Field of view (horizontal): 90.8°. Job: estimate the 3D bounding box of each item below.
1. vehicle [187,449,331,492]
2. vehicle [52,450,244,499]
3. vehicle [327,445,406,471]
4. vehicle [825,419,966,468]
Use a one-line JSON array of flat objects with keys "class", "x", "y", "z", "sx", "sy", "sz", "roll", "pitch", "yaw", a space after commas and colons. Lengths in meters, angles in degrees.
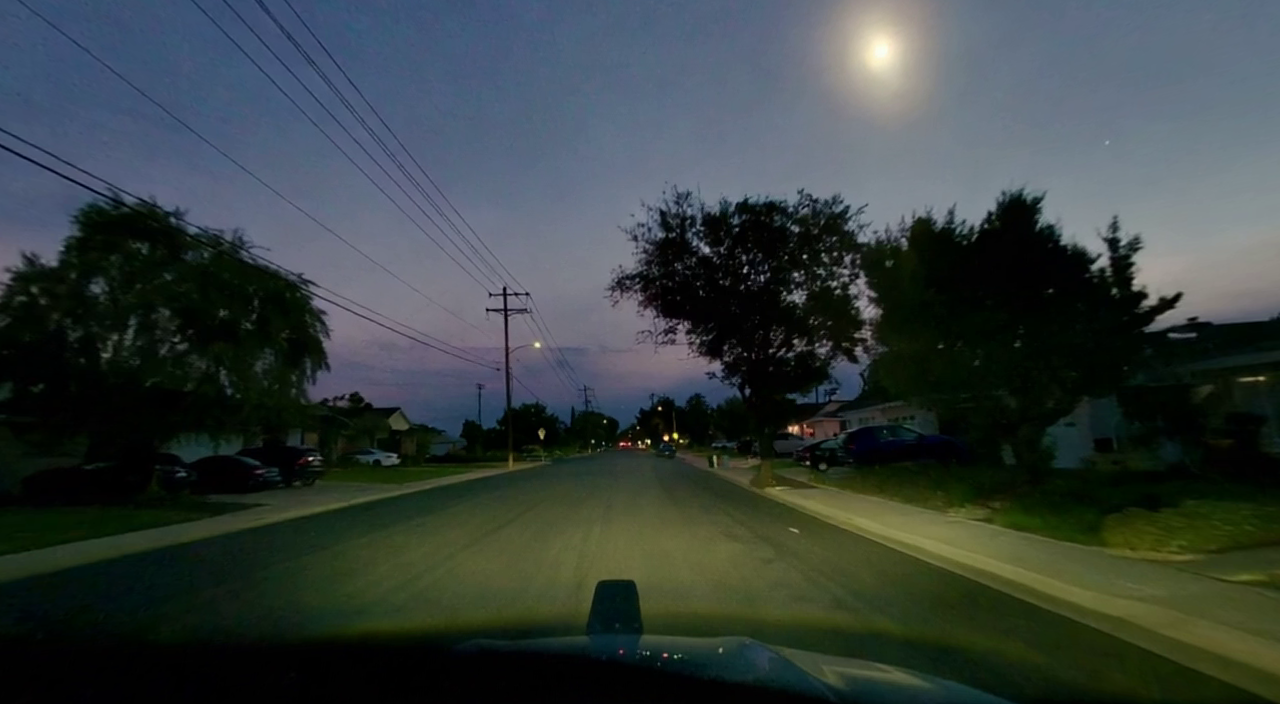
[{"class": "vehicle", "x": -13.425, "y": 4.189, "z": 22.479, "sx": 3.877, "sy": 1.411, "sz": 1.869, "roll": 0, "pitch": -8, "yaw": -1}, {"class": "vehicle", "x": -15.606, "y": 3.887, "z": 20.224, "sx": 4.543, "sy": 1.476, "sz": 1.927, "roll": 0, "pitch": -8, "yaw": 1}, {"class": "vehicle", "x": -18.082, "y": 7.021, "z": 41.887, "sx": 4.304, "sy": 1.643, "sz": 1.969, "roll": 0, "pitch": -8, "yaw": 1}, {"class": "vehicle", "x": 9.697, "y": 3.511, "z": 24.320, "sx": 4.465, "sy": 1.727, "sz": 2.127, "roll": -1, "pitch": -7, "yaw": 1}]
